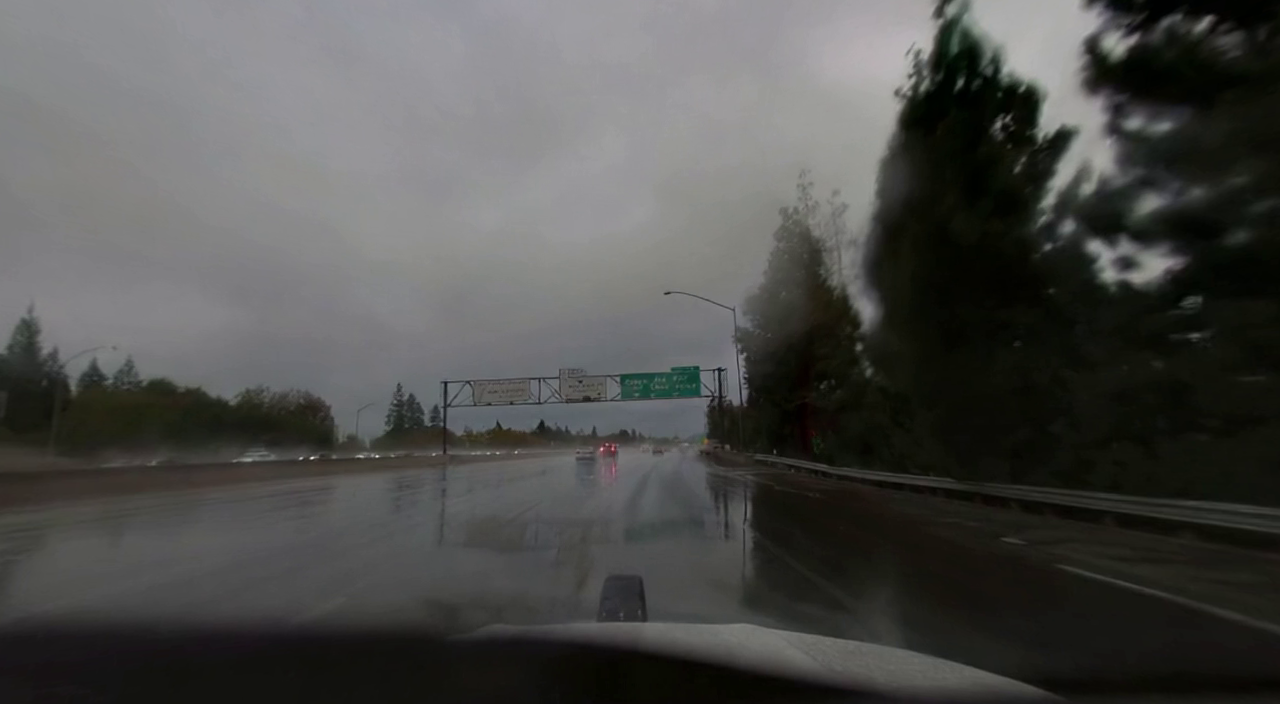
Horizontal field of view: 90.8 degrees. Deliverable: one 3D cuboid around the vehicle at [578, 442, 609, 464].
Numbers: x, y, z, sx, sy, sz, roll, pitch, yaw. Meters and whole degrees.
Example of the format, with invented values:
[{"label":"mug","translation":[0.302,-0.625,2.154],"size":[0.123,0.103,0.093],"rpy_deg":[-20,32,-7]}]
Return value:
[{"label":"vehicle","translation":[-3.451,7.627,47.730],"size":[2.271,1.537,4.029],"rpy_deg":[0,-9,-3]}]
